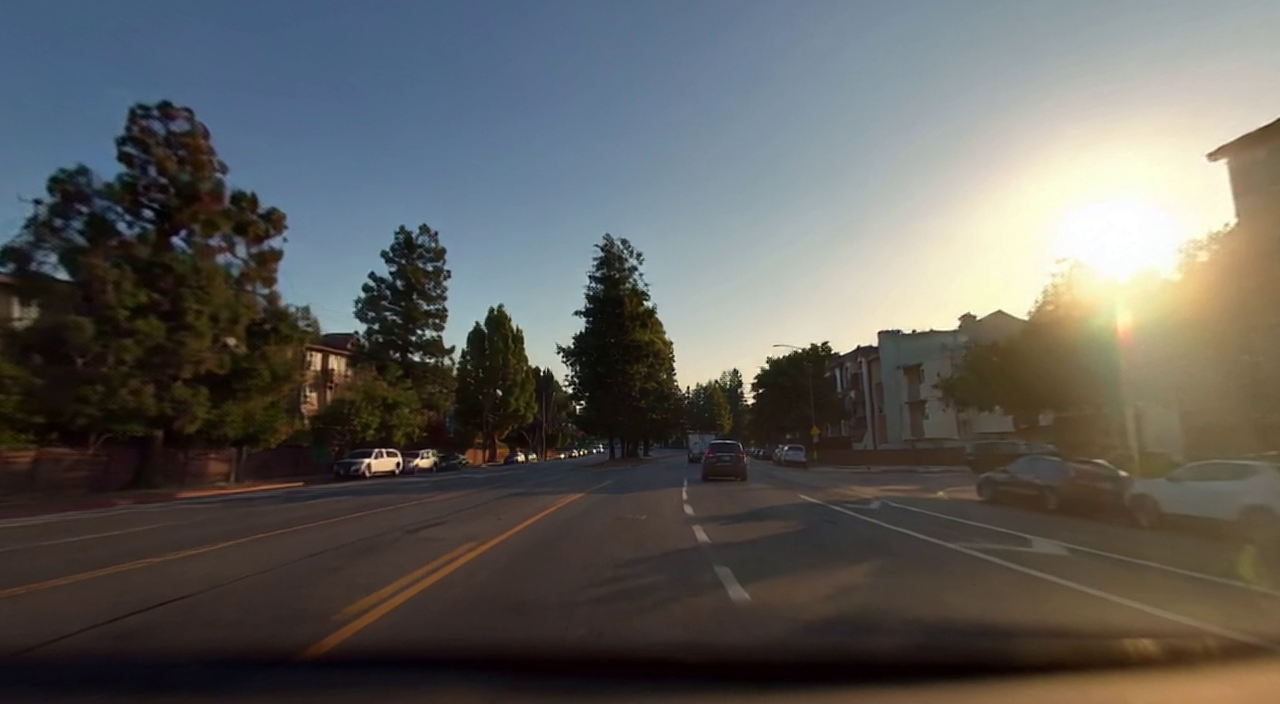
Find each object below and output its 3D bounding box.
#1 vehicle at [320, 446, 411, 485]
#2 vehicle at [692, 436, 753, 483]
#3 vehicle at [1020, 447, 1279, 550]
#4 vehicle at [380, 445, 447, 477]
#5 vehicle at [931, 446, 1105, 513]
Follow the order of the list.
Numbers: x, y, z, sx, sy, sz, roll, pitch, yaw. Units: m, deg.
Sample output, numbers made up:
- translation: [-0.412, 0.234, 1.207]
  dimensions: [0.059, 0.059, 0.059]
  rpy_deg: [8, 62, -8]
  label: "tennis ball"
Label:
- translation: [-16.101, 6.658, 37.539]
  dimensions: [2.239, 1.926, 6.159]
  rpy_deg: [-3, -8, 5]
  label: "vehicle"
- translation: [3.307, 4.407, 26.212]
  dimensions: [2.085, 1.763, 4.490]
  rpy_deg: [-1, -9, 2]
  label: "vehicle"
- translation: [9.197, 2.461, 11.411]
  dimensions: [1.836, 1.461, 4.449]
  rpy_deg: [0, -9, -1]
  label: "vehicle"
- translation: [-15.722, 7.580, 44.243]
  dimensions: [2.194, 2.022, 5.828]
  rpy_deg: [-1, -9, 4]
  label: "vehicle"
- translation: [9.510, 3.195, 16.435]
  dimensions: [1.928, 1.482, 4.461]
  rpy_deg: [-1, -9, 3]
  label: "vehicle"
